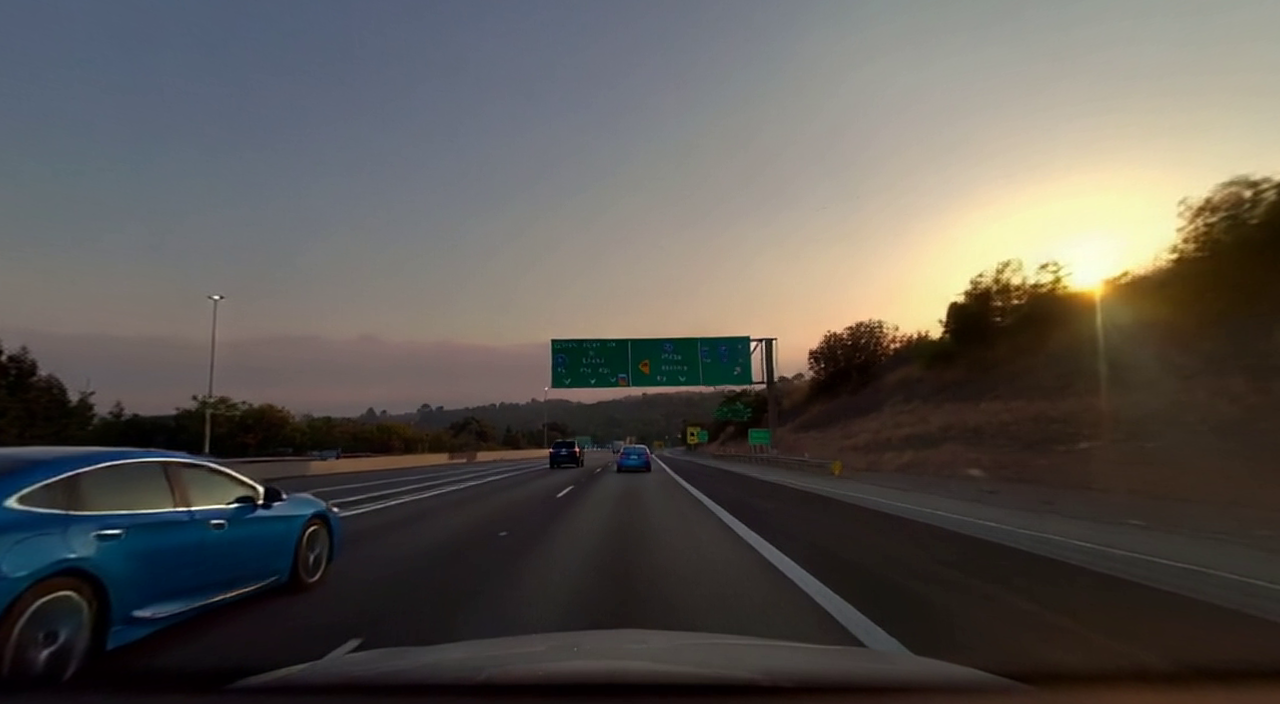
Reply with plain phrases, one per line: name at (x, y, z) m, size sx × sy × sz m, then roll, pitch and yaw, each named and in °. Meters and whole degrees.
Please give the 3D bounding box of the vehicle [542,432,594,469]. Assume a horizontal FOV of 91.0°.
vehicle at (-3.933, 5.494, 35.366) m, size 2.264 × 1.901 × 4.647 m, roll 0°, pitch -8°, yaw 1°

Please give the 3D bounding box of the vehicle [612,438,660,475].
vehicle at (-0.164, 4.857, 29.471) m, size 2.086 × 1.548 × 4.325 m, roll 0°, pitch -8°, yaw 0°
